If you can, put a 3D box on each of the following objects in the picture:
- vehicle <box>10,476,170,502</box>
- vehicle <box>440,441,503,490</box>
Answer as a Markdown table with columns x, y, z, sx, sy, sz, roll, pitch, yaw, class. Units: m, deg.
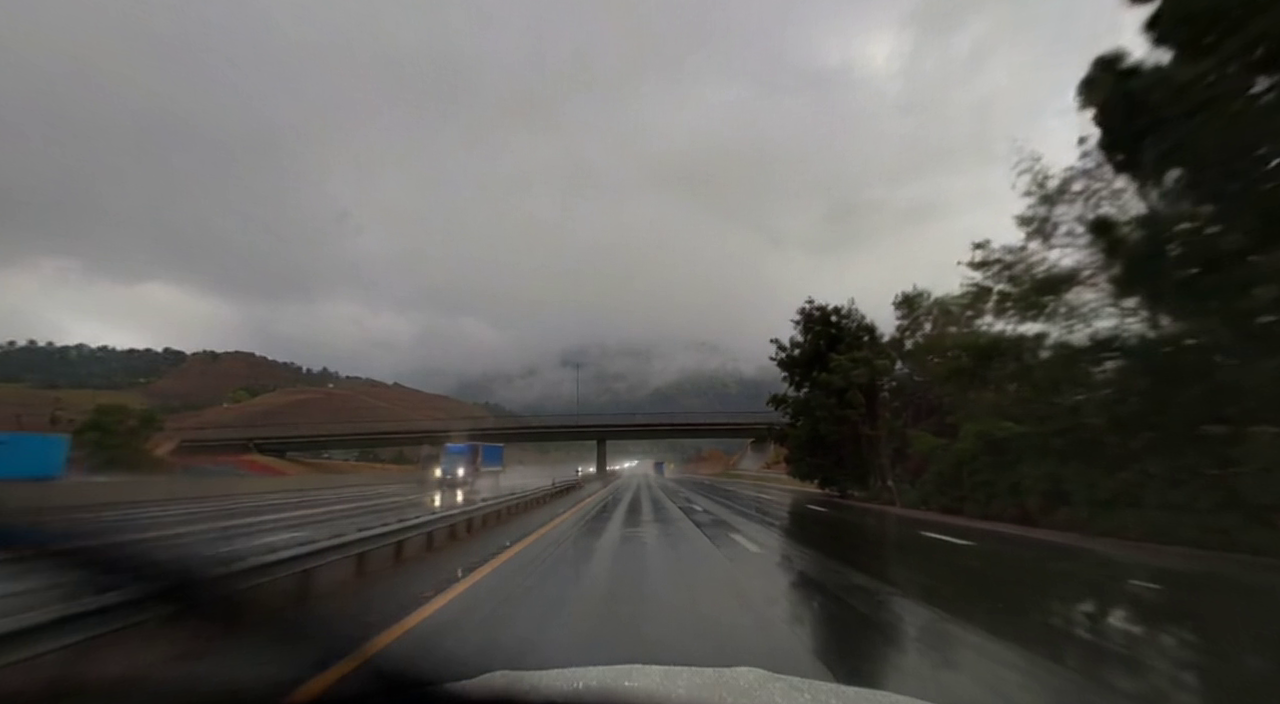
| x | y | z | sx | sy | sz | roll | pitch | yaw | class |
| --- | --- | --- | --- | --- | --- | --- | --- | --- | --- |
| -30.897 | 7.754 | 35.957 | 2.416 | 1.131 | 7.589 | 1 | -10 | 0 | vehicle |
| -13.094 | 8.972 | 49.665 | 2.833 | 3.465 | 7.407 | 1 | -10 | 0 | vehicle |
